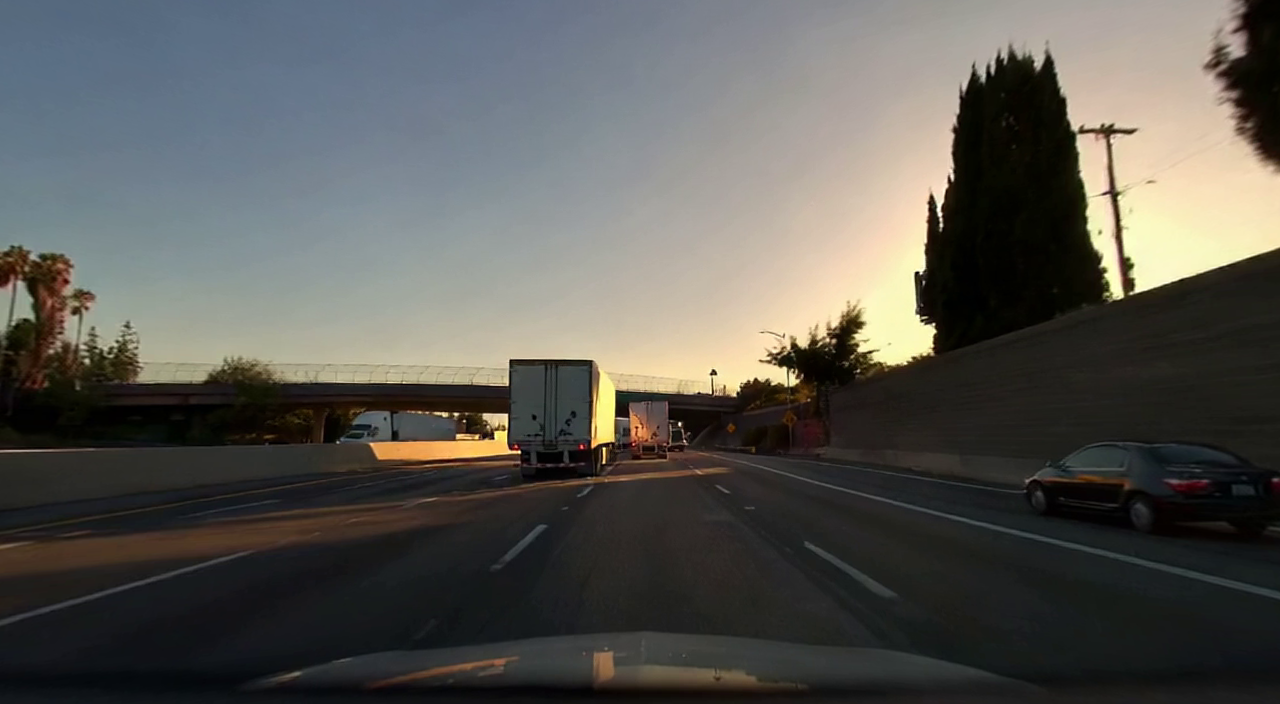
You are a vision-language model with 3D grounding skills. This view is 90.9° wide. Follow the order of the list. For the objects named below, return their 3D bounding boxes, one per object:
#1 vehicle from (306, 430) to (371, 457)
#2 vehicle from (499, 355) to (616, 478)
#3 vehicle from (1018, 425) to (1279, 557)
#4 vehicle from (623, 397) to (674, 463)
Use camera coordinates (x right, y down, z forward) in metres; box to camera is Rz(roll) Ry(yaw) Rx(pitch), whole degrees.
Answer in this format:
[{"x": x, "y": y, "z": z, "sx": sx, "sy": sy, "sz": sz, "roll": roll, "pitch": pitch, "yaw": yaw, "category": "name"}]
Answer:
[{"x": -21.687, "y": 6.594, "z": 45.635, "sx": 2.282, "sy": 1.861, "sz": 4.626, "roll": 0, "pitch": -8, "yaw": 2, "category": "vehicle"}, {"x": -2.846, "y": 2.860, "z": 25.967, "sx": 2.962, "sy": 3.947, "sz": 11.574, "roll": 0, "pitch": -8, "yaw": 1, "category": "vehicle"}, {"x": 8.236, "y": 1.969, "z": 9.763, "sx": 1.969, "sy": 1.560, "sz": 4.394, "roll": 0, "pitch": -8, "yaw": -1, "category": "vehicle"}, {"x": 0.601, "y": 5.449, "z": 43.458, "sx": 3.054, "sy": 3.944, "sz": 11.230, "roll": 0, "pitch": -8, "yaw": 1, "category": "vehicle"}]
